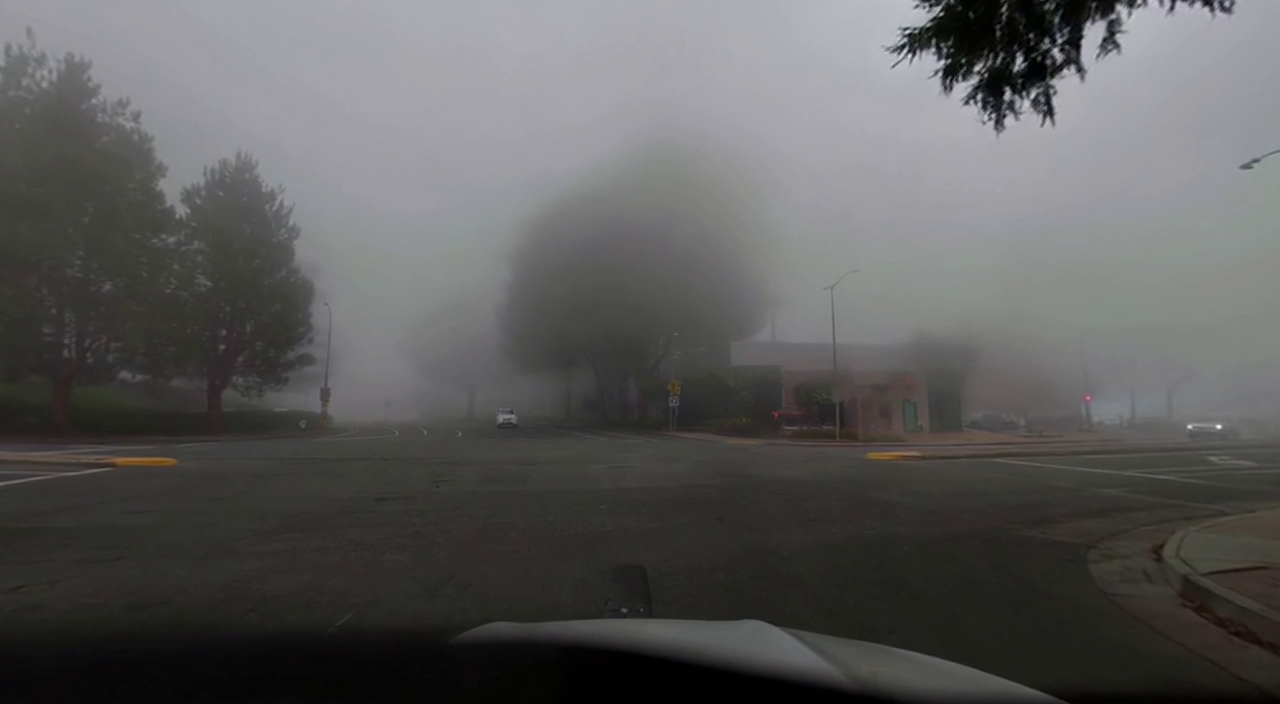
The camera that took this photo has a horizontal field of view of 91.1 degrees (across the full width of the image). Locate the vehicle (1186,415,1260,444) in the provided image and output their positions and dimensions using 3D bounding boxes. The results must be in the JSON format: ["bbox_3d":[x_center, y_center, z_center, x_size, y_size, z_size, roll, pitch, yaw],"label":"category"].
[{"bbox_3d":[39.472,5.286,42.451,5.333,1.837,2.124,5,-10,-32],"label":"vehicle"}]

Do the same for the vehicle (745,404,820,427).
[{"bbox_3d":[9.837,4.430,43.441,4.674,1.483,1.745,1,-8,-7],"label":"vehicle"}]
